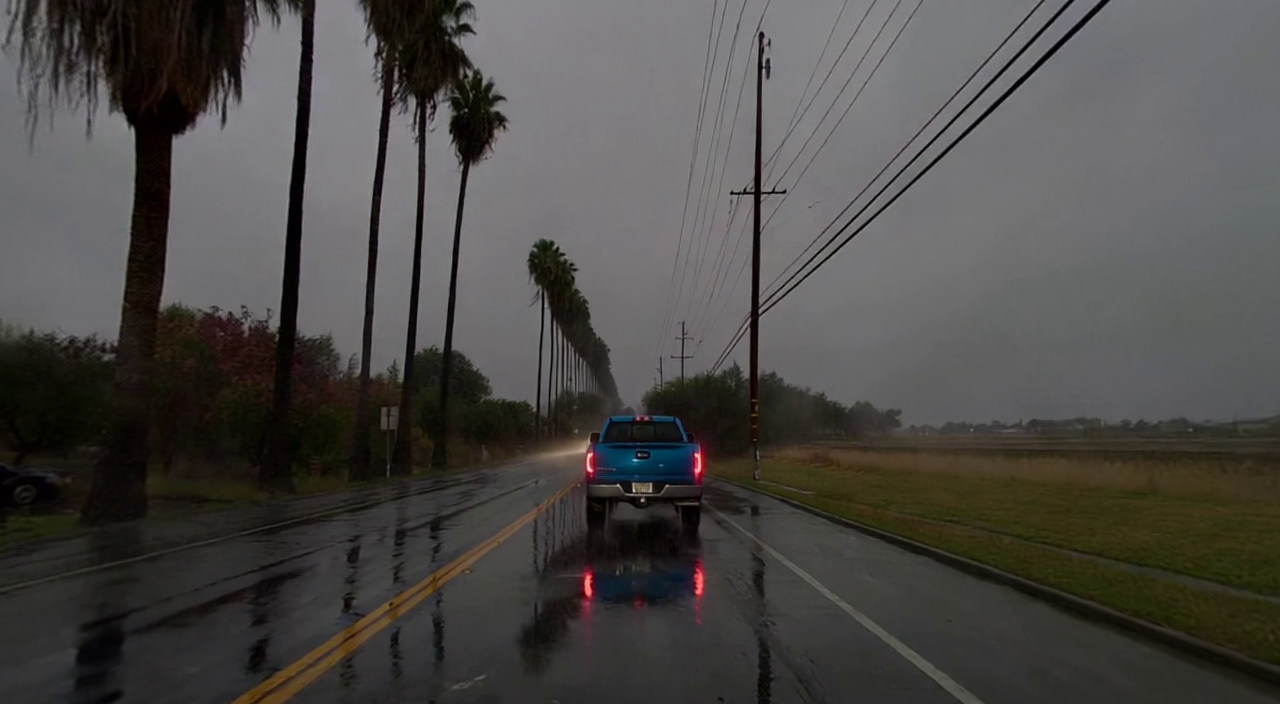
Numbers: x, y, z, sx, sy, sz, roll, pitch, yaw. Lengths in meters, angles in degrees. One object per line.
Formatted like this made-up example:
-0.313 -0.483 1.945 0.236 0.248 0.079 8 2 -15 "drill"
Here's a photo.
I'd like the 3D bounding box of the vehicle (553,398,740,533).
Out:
0.068 2.143 12.451 2.803 2.005 5.885 0 -8 -1 "vehicle"
